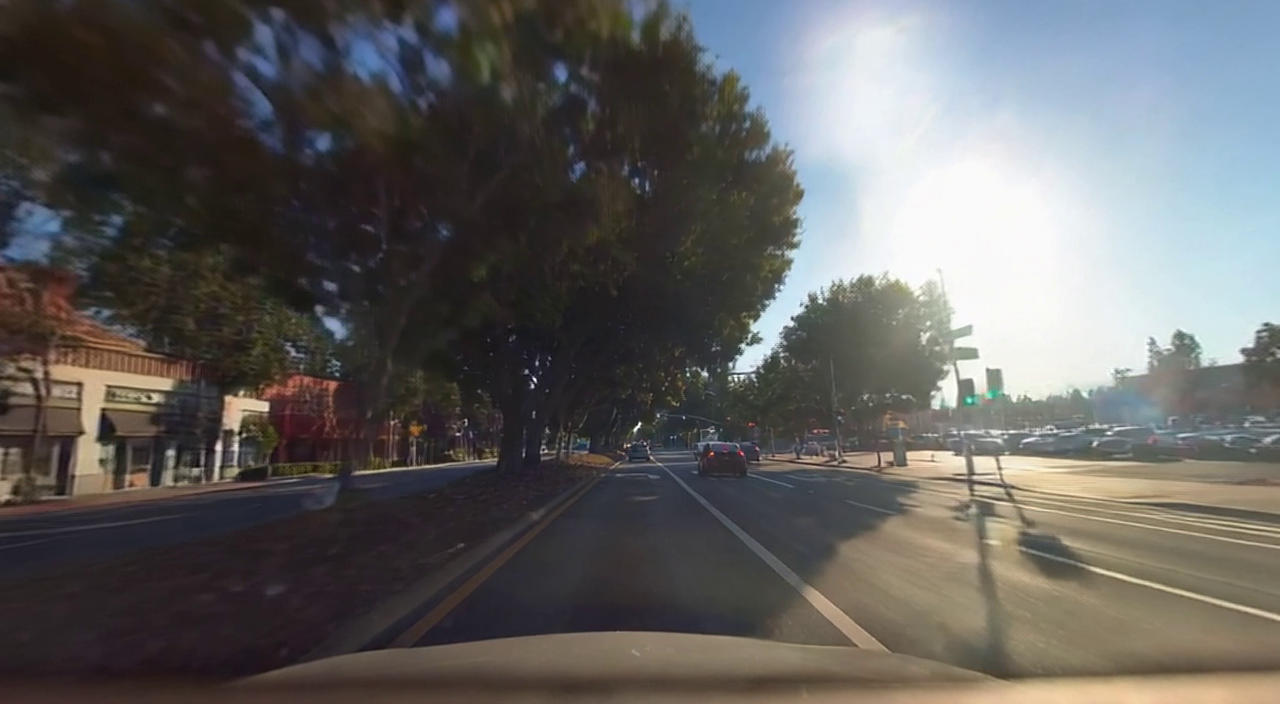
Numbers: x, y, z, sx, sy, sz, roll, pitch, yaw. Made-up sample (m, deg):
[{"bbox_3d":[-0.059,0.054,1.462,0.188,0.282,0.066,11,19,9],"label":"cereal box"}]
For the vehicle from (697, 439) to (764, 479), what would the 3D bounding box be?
[{"bbox_3d":[3.595,4.343,25.880,1.983,1.482,4.463,0,-9,-2],"label":"vehicle"}]

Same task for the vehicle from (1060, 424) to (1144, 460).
[{"bbox_3d":[28.783,5.647,39.591,2.501,2.045,5.267,-2,-9,17],"label":"vehicle"}]

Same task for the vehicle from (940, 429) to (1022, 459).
[{"bbox_3d":[23.922,6.473,44.371,4.534,1.730,1.942,-13,-14,41],"label":"vehicle"}]

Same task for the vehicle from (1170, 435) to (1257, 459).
[{"bbox_3d":[35.987,5.980,39.778,1.819,1.436,4.046,-1,-9,5],"label":"vehicle"}]
